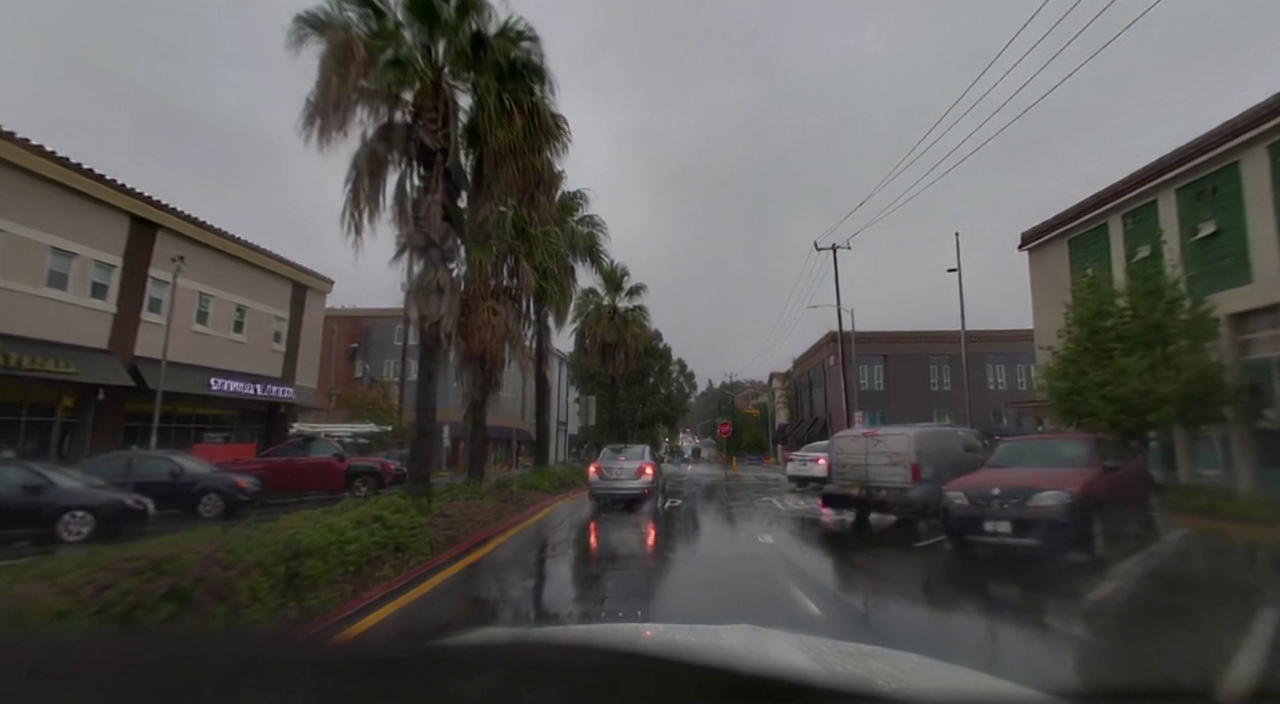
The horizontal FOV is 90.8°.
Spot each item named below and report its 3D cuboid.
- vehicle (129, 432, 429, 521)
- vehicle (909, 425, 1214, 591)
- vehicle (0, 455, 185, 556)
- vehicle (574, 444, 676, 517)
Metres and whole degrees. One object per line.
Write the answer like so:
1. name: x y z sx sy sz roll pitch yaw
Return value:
1. vehicle: -10.043 3.407 18.197 6.873 2.051 2.823 8 -12 -43
2. vehicle: 5.367 1.751 7.881 4.105 1.509 1.839 7 -11 -38
3. vehicle: -10.180 2.450 10.338 4.266 1.458 1.976 7 -11 -37
4. vehicle: -0.204 2.950 15.029 2.031 1.479 3.969 -1 -9 4
